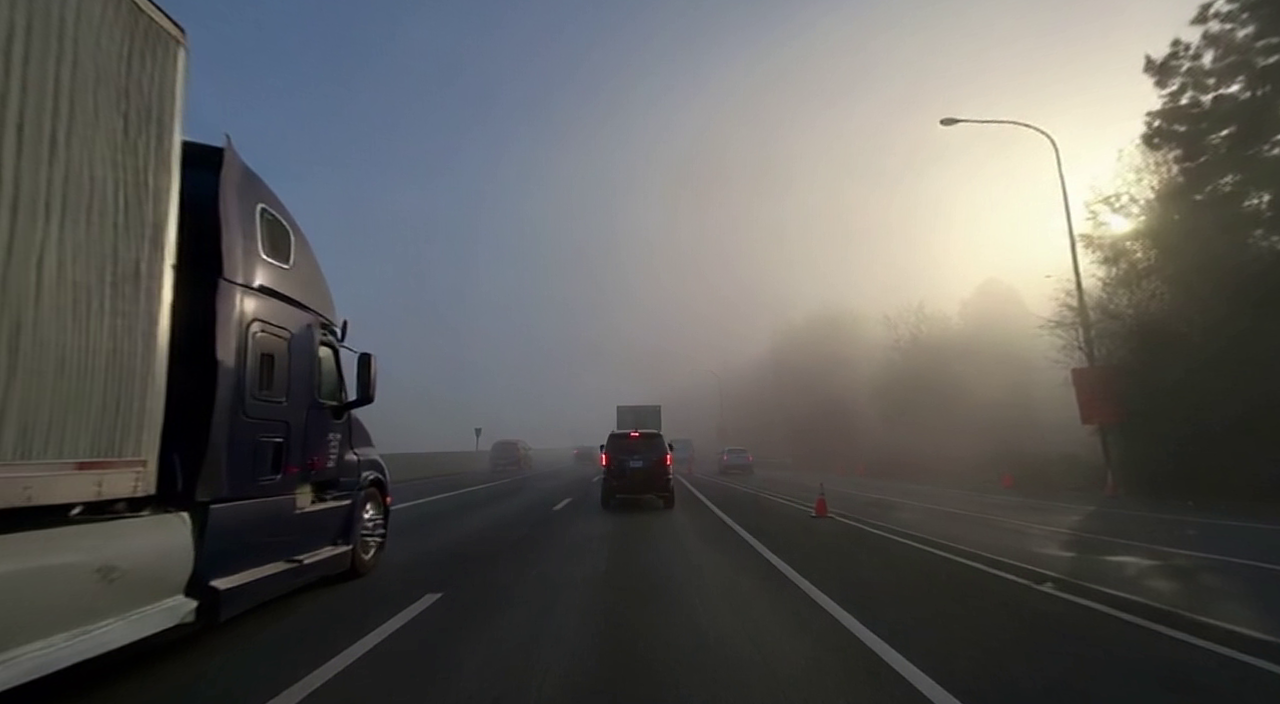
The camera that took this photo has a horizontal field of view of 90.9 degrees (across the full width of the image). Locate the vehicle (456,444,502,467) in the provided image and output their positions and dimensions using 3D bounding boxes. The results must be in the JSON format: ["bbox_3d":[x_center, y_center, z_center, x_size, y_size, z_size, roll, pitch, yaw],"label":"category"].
[{"bbox_3d":[-11.078,7.155,43.675,1.985,1.496,4.583,0,-9,0],"label":"vehicle"}]

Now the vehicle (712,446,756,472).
[{"bbox_3d":[5.688,6.533,38.667,1.918,1.479,4.571,0,-9,-1],"label":"vehicle"}]

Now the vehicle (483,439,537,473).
[{"bbox_3d":[-7.103,5.735,34.894,1.950,1.716,4.436,0,-9,1],"label":"vehicle"}]

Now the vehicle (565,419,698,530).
[{"bbox_3d":[-0.141,2.284,12.254,2.152,1.779,3.924,0,-9,0],"label":"vehicle"}]

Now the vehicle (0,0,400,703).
[{"bbox_3d":[-3.843,-0.109,1.556,2.990,3.885,8.243,0,-9,2],"label":"vehicle"}]
